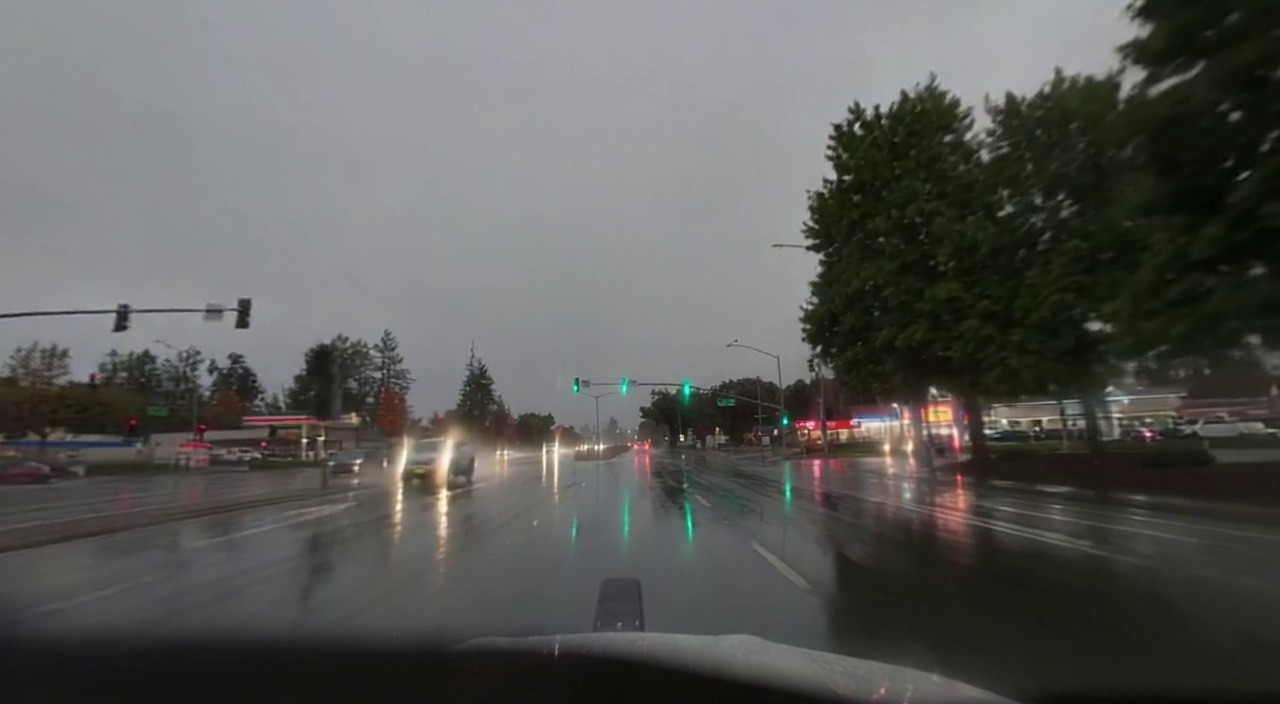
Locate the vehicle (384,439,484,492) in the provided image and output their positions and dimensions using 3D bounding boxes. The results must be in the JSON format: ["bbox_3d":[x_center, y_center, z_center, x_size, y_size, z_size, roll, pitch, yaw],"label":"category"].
[{"bbox_3d":[-6.671,3.697,20.987,1.898,1.539,4.314,0,-8,-1],"label":"vehicle"}]

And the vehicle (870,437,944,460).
[{"bbox_3d":[18.229,6.629,43.355,4.533,1.485,1.916,-3,-9,19],"label":"vehicle"}]

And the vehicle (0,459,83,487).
[{"bbox_3d":[-39.561,7.797,40.744,4.941,1.654,1.967,2,-8,-13],"label":"vehicle"}]

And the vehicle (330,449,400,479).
[{"bbox_3d":[-14.935,6.069,34.562,1.843,1.447,4.419,0,-8,0],"label":"vehicle"}]

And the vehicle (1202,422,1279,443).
[{"bbox_3d":[47.784,6.380,49.923,1.857,1.525,5.259,0,-9,-1],"label":"vehicle"}]
